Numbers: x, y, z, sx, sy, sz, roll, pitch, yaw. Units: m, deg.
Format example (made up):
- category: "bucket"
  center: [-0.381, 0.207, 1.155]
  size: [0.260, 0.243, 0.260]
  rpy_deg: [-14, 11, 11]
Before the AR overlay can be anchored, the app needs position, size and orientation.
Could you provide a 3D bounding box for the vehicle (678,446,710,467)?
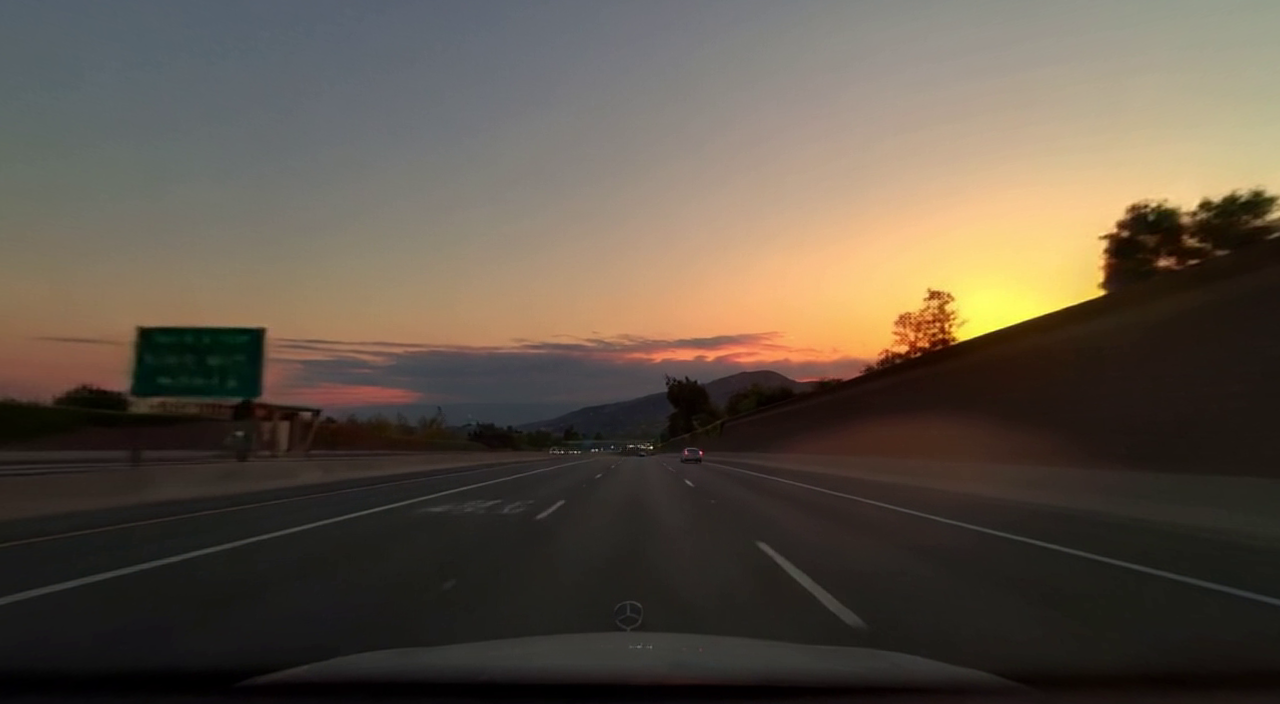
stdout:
- category: "vehicle"
  center: [4.075, 7.918, 48.128]
  size: [2.003, 1.520, 4.058]
  rpy_deg: [0, -8, 0]
